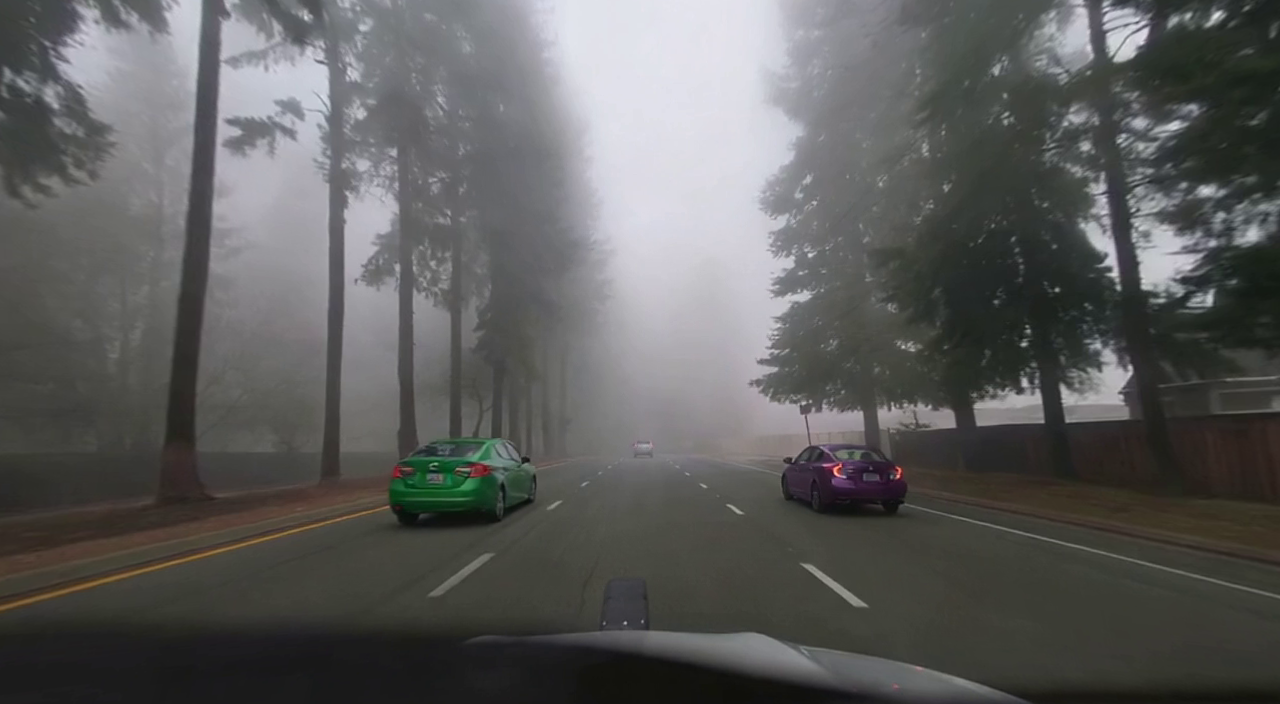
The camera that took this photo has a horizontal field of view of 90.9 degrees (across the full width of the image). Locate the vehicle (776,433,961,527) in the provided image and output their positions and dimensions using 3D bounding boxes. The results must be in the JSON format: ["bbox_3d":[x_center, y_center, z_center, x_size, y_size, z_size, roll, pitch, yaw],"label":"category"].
[{"bbox_3d":[4.167,2.366,12.439,1.943,1.471,4.515,-1,-8,0],"label":"vehicle"}]

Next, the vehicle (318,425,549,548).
[{"bbox_3d":[-2.978,2.043,10.445,2.206,1.525,4.695,-1,-8,1],"label":"vehicle"}]
